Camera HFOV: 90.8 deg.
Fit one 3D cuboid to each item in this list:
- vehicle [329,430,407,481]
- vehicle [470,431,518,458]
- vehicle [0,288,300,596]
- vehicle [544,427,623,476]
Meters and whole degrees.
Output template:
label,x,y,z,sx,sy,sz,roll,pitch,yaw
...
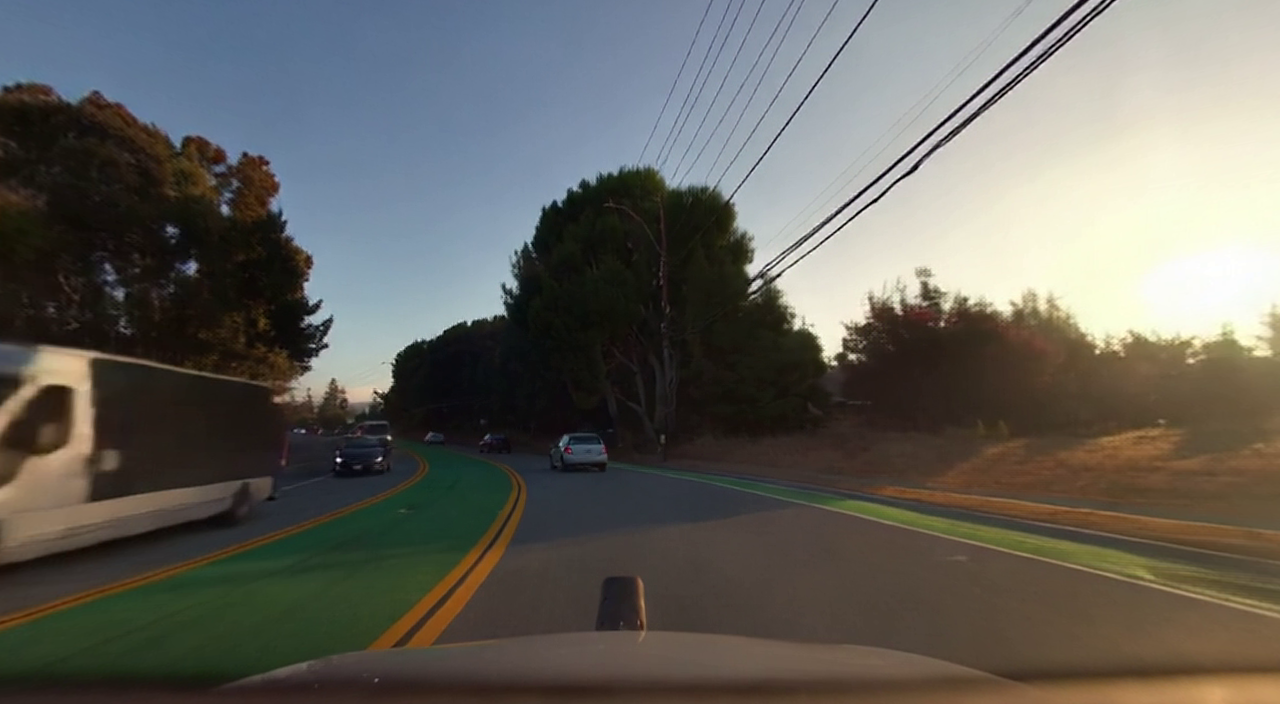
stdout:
label,x,y,z,sx,sy,sz,roll,pitch,yaw
vehicle,-10.017,3.830,23.591,2.000,1.683,4.115,2,-9,-14
vehicle,-10.035,6.314,43.085,2.075,1.699,4.520,4,-10,-27
vehicle,-7.608,1.308,8.947,2.413,2.872,6.823,1,-9,-7
vehicle,-2.414,4.016,25.578,2.140,1.767,4.720,3,-9,-18
